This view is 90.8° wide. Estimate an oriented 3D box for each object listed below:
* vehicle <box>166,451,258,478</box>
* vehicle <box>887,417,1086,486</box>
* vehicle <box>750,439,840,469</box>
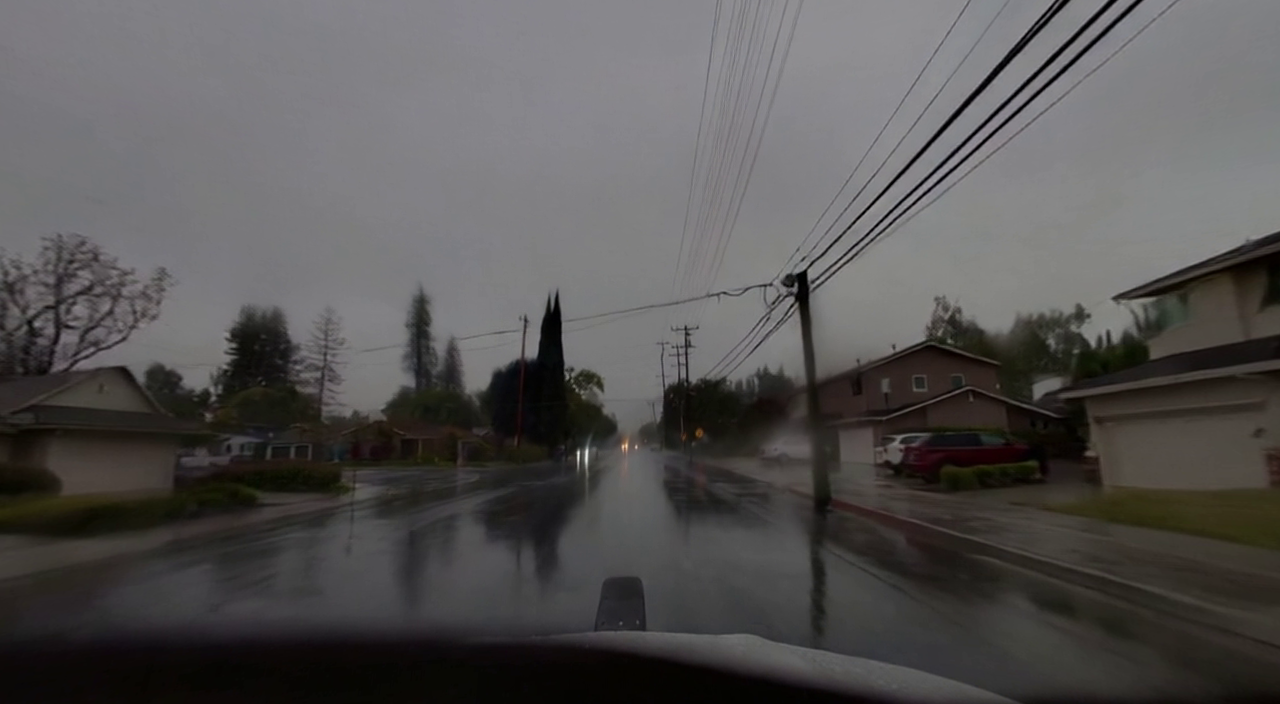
[{"bbox_3d":[-27.102,7.132,40.119,4.360,1.582,1.920,0,-8,-2],"label":"vehicle"},{"bbox_3d":[10.234,2.981,19.011,4.686,1.786,2.019,-3,-8,5],"label":"vehicle"},{"bbox_3d":[9.330,6.155,38.273,4.846,1.577,2.146,-2,-8,0],"label":"vehicle"}]
